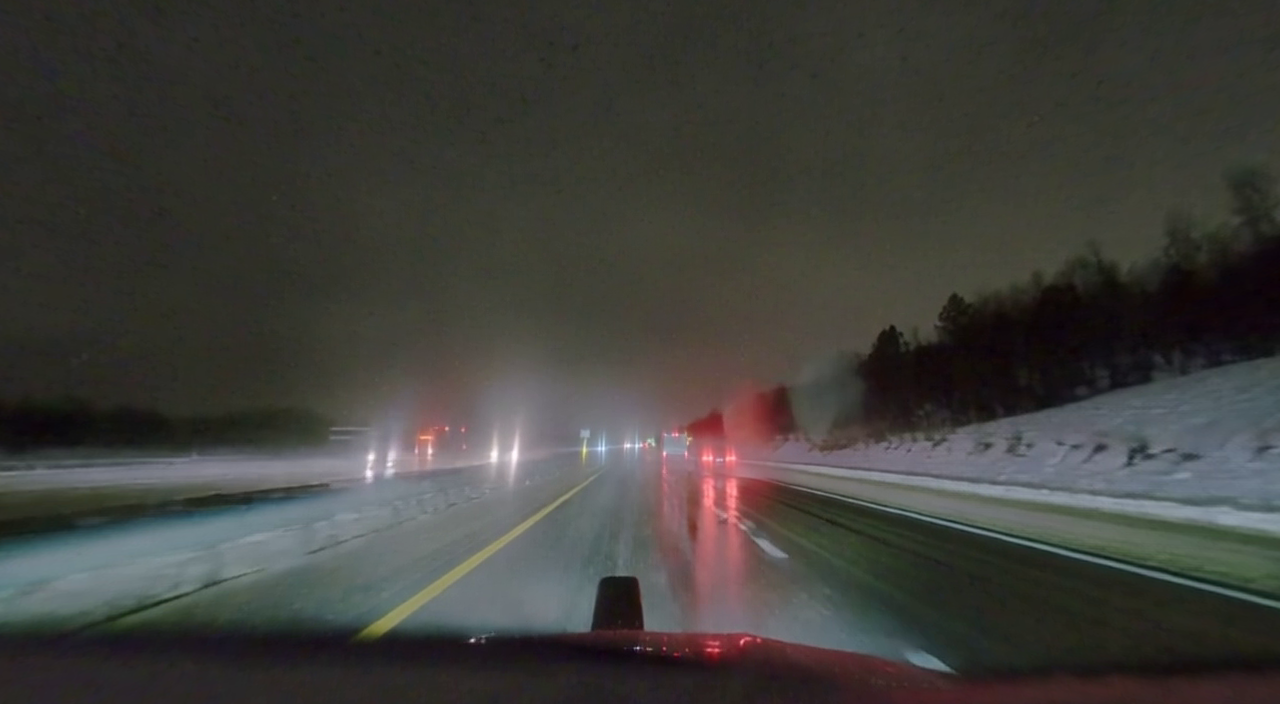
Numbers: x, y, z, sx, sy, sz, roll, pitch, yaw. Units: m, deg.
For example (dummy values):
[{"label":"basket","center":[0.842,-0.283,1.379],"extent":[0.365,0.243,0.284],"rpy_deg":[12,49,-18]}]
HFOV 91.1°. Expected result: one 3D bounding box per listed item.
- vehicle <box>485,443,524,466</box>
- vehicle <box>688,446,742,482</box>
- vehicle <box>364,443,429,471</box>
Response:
[{"label":"vehicle","center":[-9.597,7.268,44.758],"extent":[1.876,1.500,3.973],"rpy_deg":[0,-9,0]},{"label":"vehicle","center":[3.318,5.013,28.356],"extent":[1.836,1.459,3.766],"rpy_deg":[0,-9,-2]},{"label":"vehicle","center":[-13.740,5.926,35.755],"extent":[1.886,1.475,4.427],"rpy_deg":[0,-9,0]}]
